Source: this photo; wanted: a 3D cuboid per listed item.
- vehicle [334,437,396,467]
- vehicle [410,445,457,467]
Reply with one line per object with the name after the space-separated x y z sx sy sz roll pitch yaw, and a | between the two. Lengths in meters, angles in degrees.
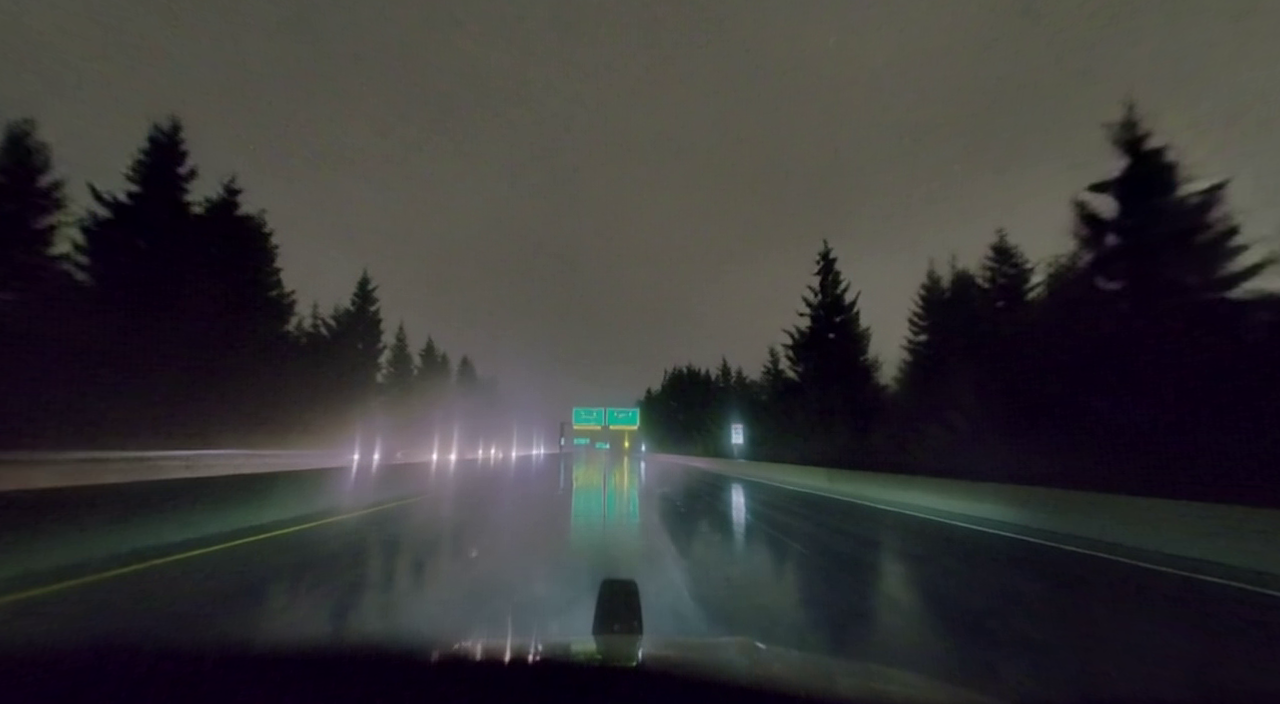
-18.421 6.711 42.272 2.040 1.860 5.052 0 -9 -2 | vehicle
-14.104 7.121 43.022 1.781 1.453 4.314 0 -9 -1 | vehicle
